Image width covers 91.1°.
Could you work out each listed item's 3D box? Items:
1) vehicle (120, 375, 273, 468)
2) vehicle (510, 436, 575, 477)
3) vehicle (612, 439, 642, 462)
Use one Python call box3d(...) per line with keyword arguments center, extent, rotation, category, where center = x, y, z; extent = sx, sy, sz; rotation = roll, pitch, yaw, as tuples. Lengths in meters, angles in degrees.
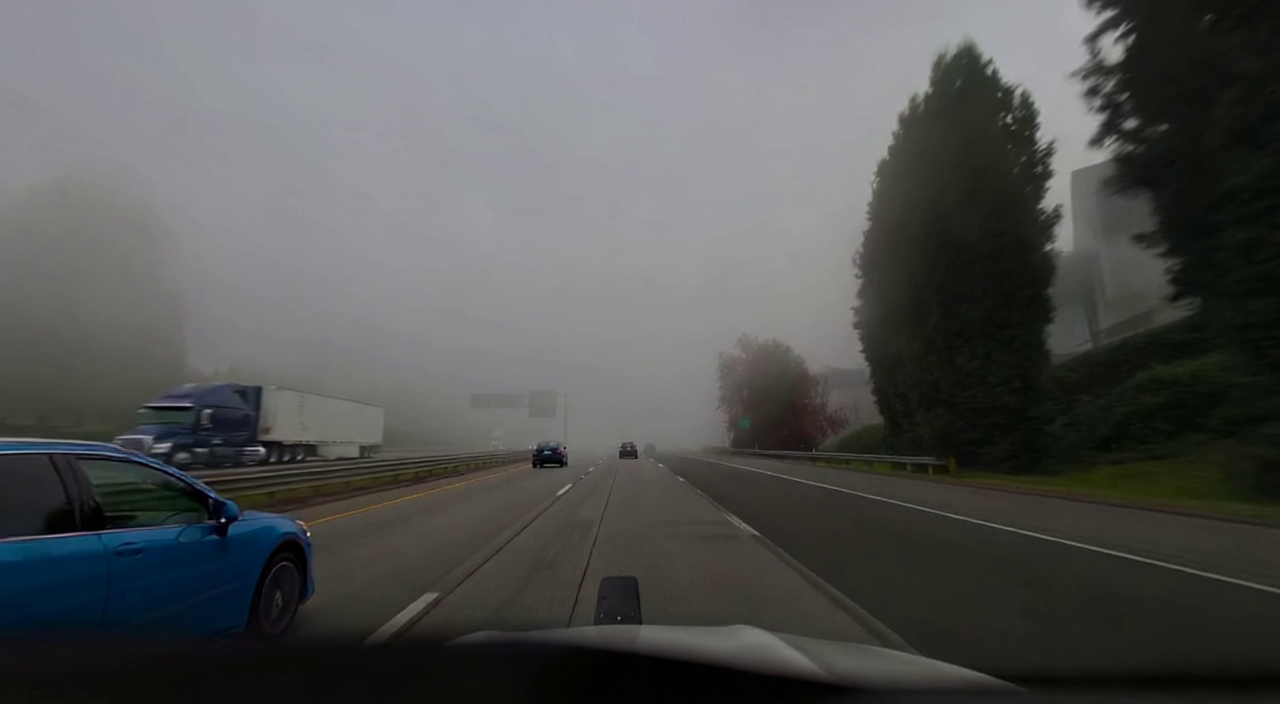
box3d(center=(-21.106, 3.438, 30.417), extent=(3.036, 3.998, 5.938), rotation=(0, -8, -2), category="vehicle")
box3d(center=(-4.229, 4.616, 28.039), extent=(2.271, 1.626, 4.463), rotation=(0, -8, -1), category="vehicle")
box3d(center=(-1.084, 7.547, 48.285), extent=(2.196, 1.699, 4.499), rotation=(0, -8, -2), category="vehicle")
